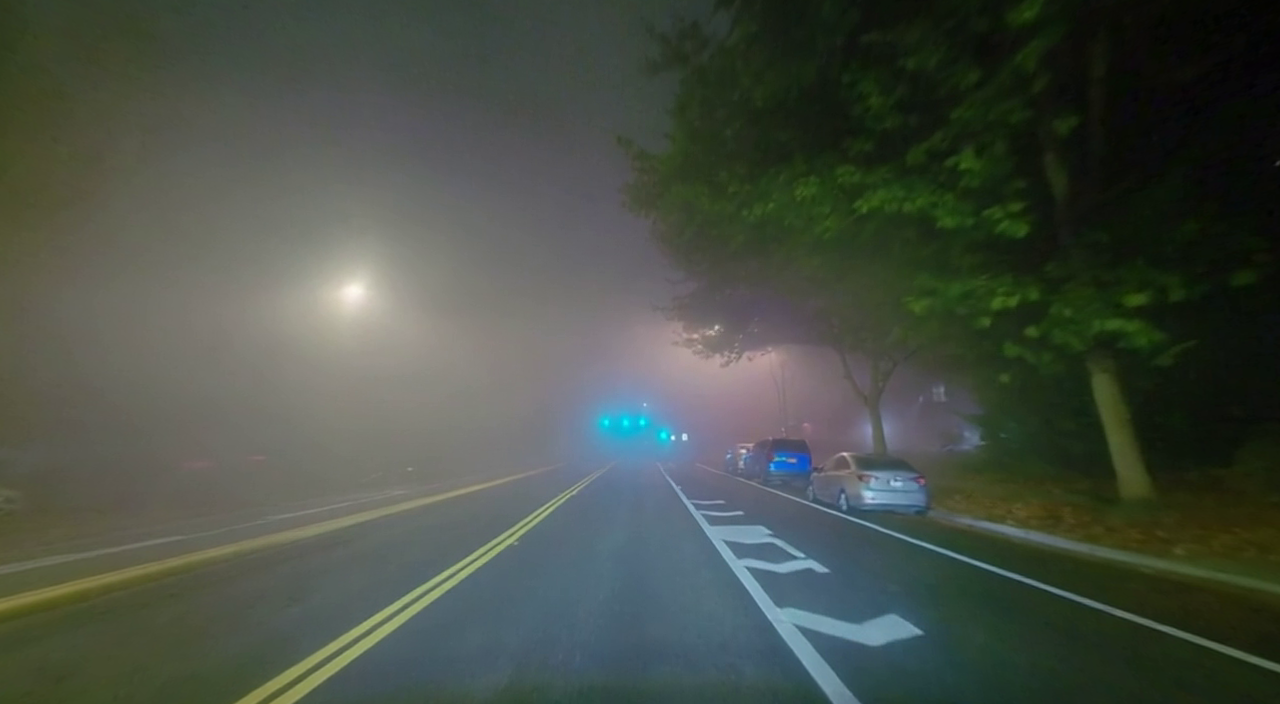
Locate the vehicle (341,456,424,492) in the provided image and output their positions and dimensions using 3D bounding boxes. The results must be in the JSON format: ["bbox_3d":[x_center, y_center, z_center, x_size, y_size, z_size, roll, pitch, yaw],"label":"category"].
[{"bbox_3d":[-12.482,5.921,30.905,1.983,1.513,4.662,-1,-9,1],"label":"vehicle"}]

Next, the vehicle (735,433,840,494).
[{"bbox_3d":[4.796,3.691,21.424,2.218,1.789,5.146,0,-8,-1],"label":"vehicle"}]

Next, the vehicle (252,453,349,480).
[{"bbox_3d":[-20.809,7.011,38.755,4.715,1.560,2.131,0,-9,-1],"label":"vehicle"}]

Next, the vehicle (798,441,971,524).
[{"bbox_3d":[4.890,2.637,13.438,1.928,1.431,4.570,0,-8,1],"label":"vehicle"}]
